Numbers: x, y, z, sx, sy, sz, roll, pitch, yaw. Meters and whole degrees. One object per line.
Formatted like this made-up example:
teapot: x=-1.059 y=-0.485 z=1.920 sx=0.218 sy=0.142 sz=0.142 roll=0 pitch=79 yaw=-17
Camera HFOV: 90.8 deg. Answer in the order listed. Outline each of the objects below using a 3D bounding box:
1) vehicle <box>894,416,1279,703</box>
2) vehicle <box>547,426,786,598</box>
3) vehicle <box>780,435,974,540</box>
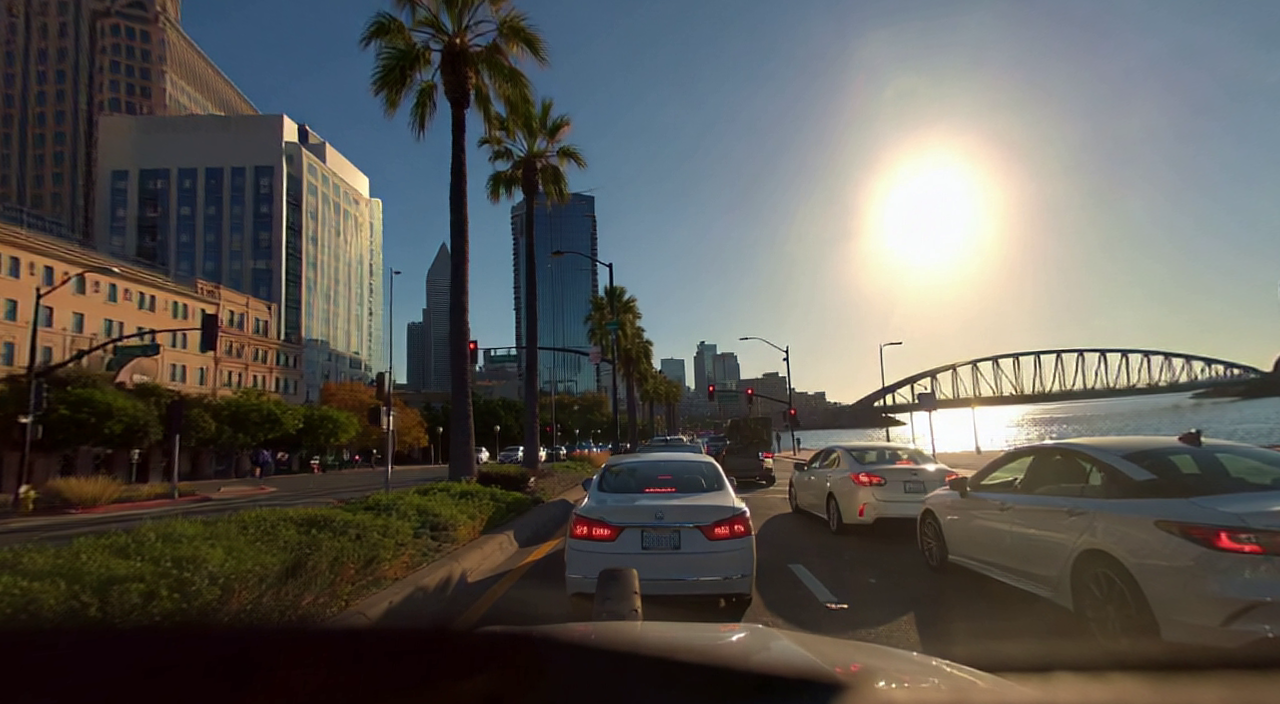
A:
vehicle: x=3.912 y=1.360 z=5.091 sx=1.913 sy=1.469 sz=4.425 roll=0 pitch=-9 yaw=1
vehicle: x=0.263 y=1.698 z=7.486 sx=2.093 sy=1.503 sz=3.681 roll=0 pitch=-9 yaw=1
vehicle: x=3.893 y=2.285 z=11.325 sx=1.920 sy=1.490 sz=4.417 roll=-1 pitch=-9 yaw=2
